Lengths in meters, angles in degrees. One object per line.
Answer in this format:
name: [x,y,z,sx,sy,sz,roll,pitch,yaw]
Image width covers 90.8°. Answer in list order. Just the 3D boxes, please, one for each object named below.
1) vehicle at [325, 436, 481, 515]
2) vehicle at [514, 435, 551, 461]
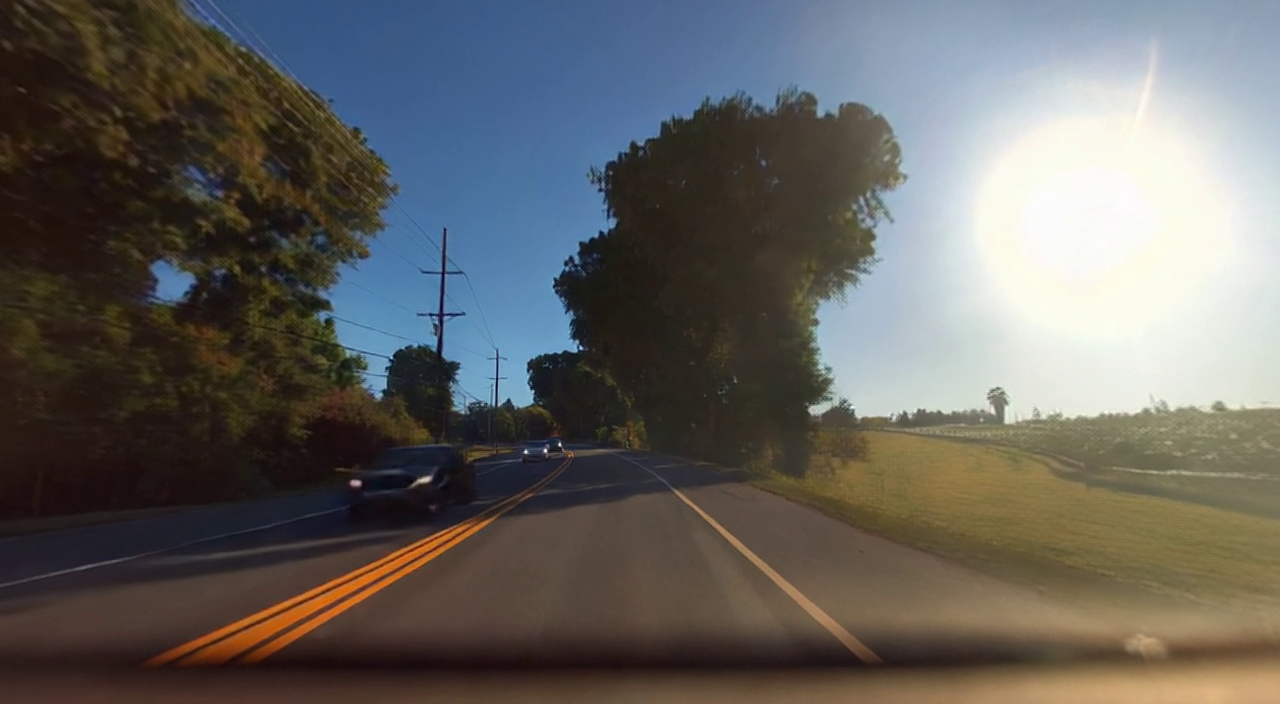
vehicle: [-5.150,2.707,14.438,1.950,1.522,4.180,0,-8,-1]
vehicle: [-7.435,6.672,44.069,2.143,1.694,4.326,0,-8,-4]
